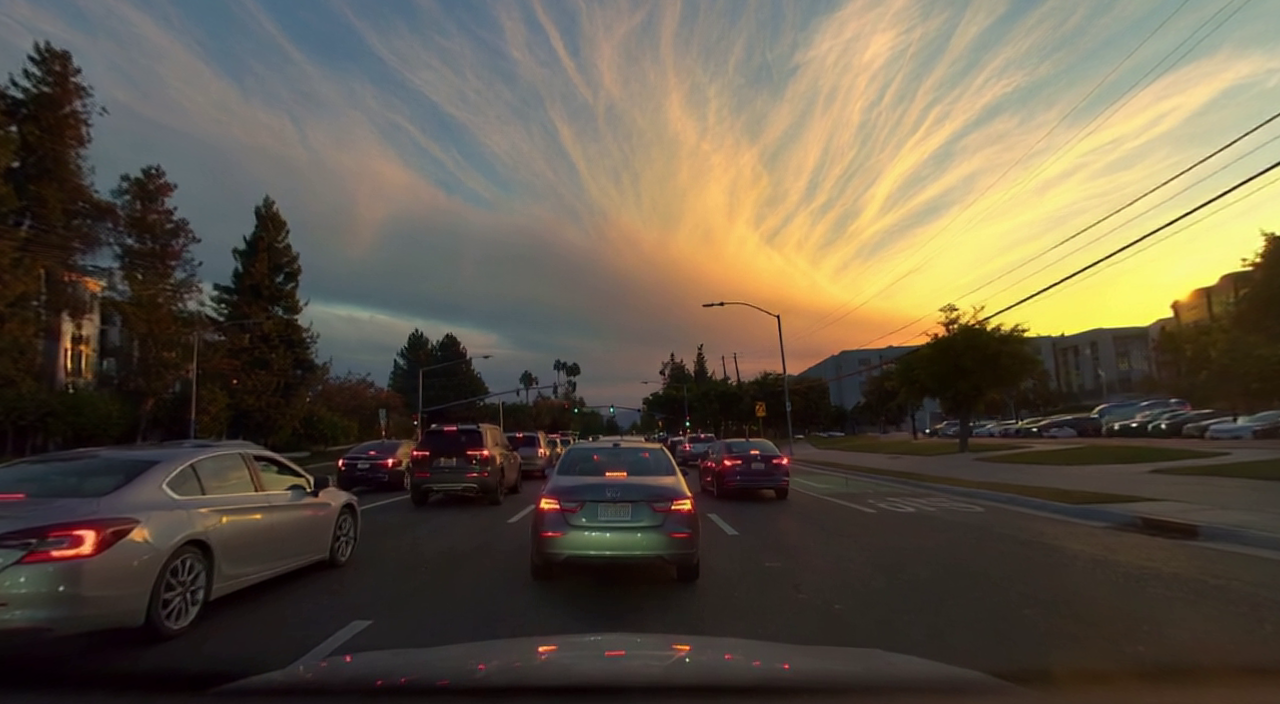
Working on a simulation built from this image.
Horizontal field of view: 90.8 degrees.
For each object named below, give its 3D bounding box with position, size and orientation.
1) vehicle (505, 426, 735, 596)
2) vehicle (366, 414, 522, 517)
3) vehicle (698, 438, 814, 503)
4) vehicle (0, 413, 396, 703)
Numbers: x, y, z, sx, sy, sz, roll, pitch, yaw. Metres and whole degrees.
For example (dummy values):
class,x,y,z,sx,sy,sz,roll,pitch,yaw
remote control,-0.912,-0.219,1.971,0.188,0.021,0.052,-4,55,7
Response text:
class,x,y,z,sx,sy,sz,roll,pitch,yaw
vehicle,-0.228,1.701,7.634,2.007,1.467,4.059,0,-8,-2
vehicle,-4.030,2.420,13.905,2.054,1.881,4.469,0,-8,-1
vehicle,2.813,2.994,16.426,1.978,1.452,4.381,0,-8,-3
vehicle,-3.856,1.364,5.264,1.985,1.467,4.224,0,-9,-1
